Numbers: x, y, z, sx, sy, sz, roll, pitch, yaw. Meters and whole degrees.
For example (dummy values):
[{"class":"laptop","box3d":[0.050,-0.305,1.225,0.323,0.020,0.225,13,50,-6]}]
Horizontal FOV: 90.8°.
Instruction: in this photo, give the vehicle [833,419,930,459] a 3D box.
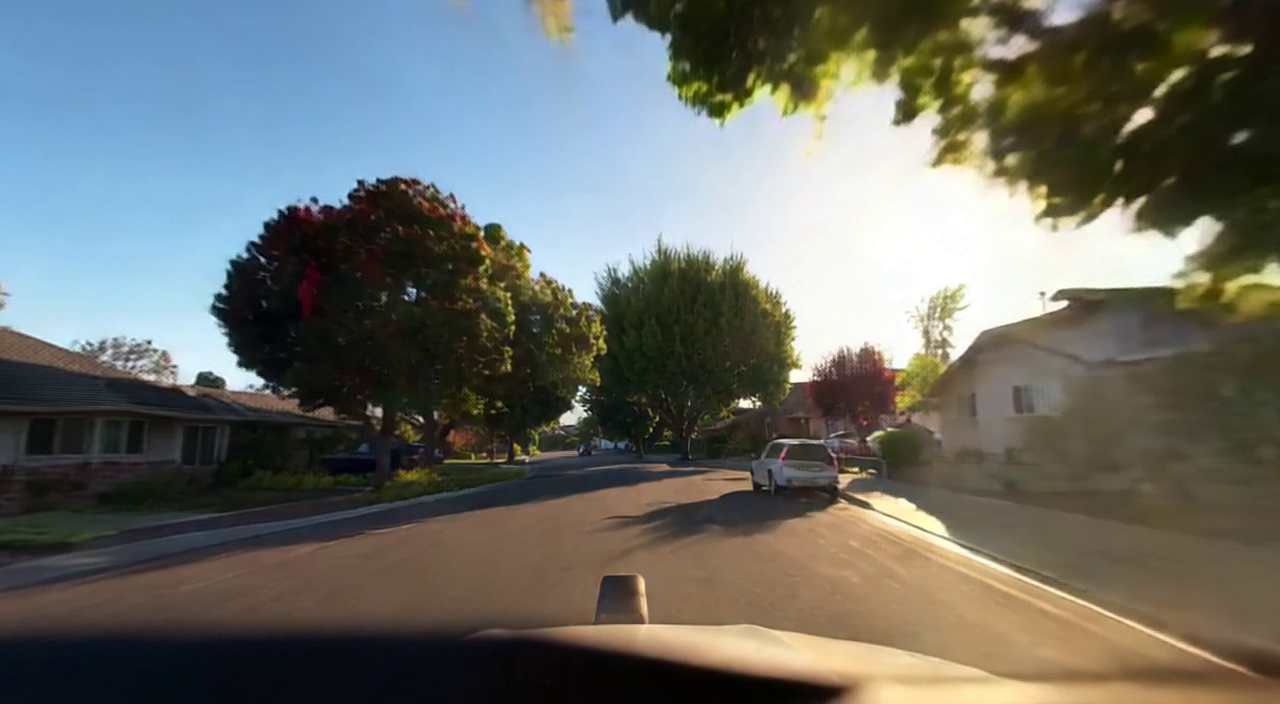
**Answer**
[{"class":"vehicle","box3d":[13.276,4.813,34.858,4.421,1.703,1.927,-5,-8,-7]}]

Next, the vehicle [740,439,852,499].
[{"class":"vehicle","box3d":[4.456,3.426,18.881,2.088,1.522,4.449,0,-9,-2]}]
